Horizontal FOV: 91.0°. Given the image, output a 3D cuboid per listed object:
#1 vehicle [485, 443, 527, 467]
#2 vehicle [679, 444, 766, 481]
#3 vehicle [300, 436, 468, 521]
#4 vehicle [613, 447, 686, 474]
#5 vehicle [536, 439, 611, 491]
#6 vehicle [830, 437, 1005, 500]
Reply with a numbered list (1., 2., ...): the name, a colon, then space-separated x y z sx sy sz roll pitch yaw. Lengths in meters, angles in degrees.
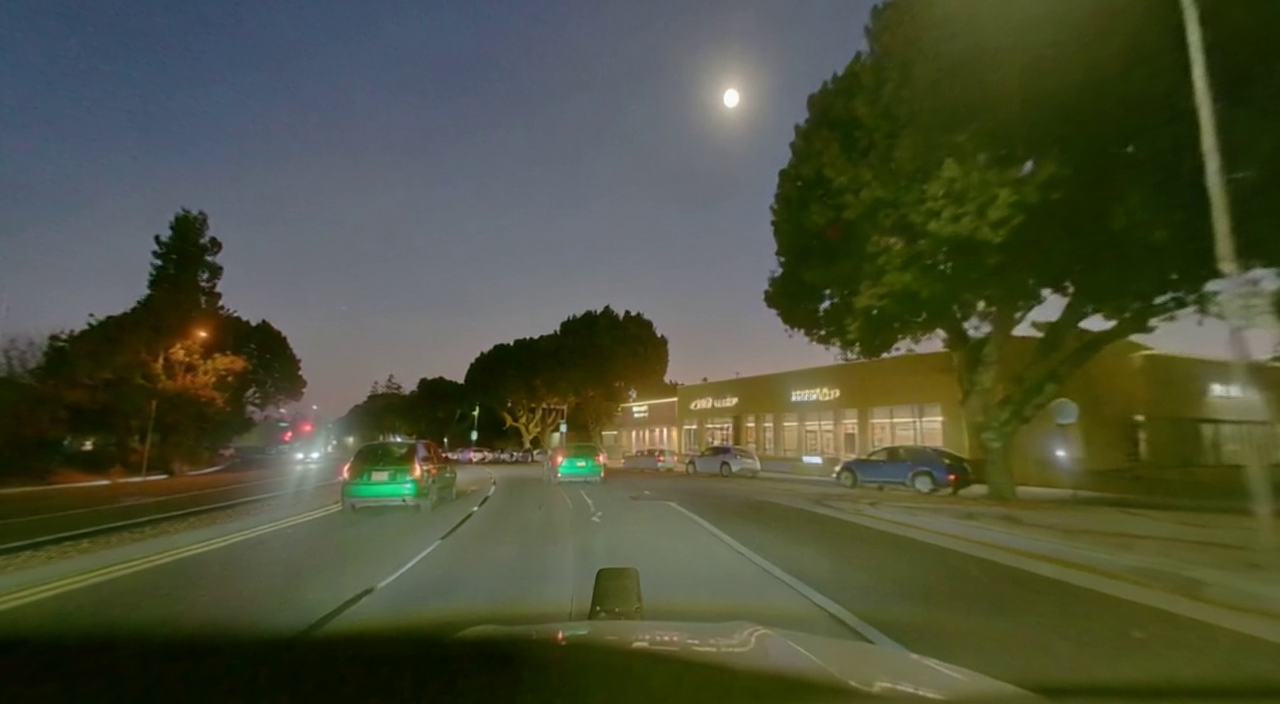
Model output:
1. vehicle: -8.771 6.668 40.913 1.920 1.416 4.310 3 -9 -22
2. vehicle: 3.694 5.038 28.935 1.952 1.547 4.091 4 -10 -26
3. vehicle: -5.226 2.616 13.692 2.105 1.477 4.857 1 -9 -7
4. vehicle: 0.444 6.211 36.408 2.038 1.446 4.896 5 -10 -28
5. vehicle: -2.298 3.661 20.771 2.001 1.483 4.442 2 -9 -12
6. vehicle: 8.532 3.594 19.947 2.095 1.697 4.801 4 -9 -25
